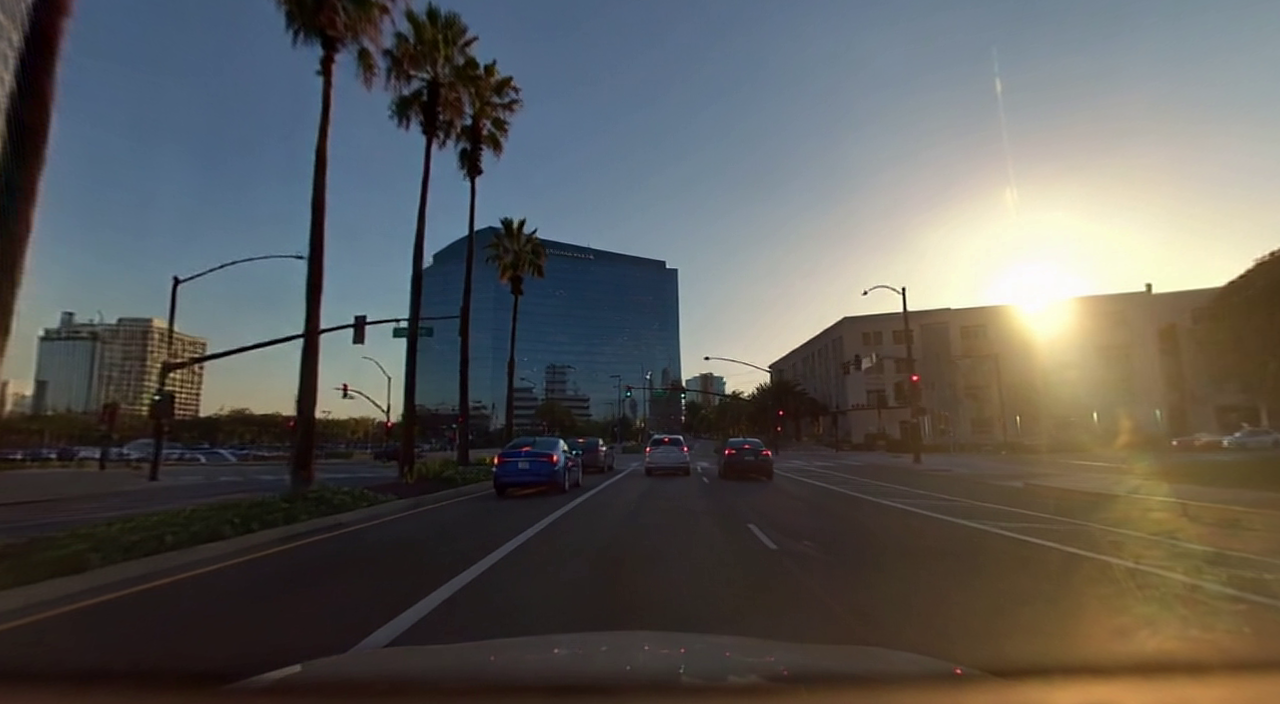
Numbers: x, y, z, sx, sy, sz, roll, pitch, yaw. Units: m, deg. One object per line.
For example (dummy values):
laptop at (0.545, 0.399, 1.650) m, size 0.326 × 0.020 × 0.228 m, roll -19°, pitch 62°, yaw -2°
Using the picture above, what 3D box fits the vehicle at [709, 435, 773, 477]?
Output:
vehicle at (4.016, 4.219, 25.806) m, size 1.936 × 1.567 × 3.896 m, roll 0°, pitch -9°, yaw 0°

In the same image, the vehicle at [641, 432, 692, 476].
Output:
vehicle at (1.146, 4.408, 27.515) m, size 2.060 × 1.730 × 4.257 m, roll -1°, pitch -9°, yaw 2°

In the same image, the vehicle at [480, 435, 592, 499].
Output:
vehicle at (-2.631, 3.061, 17.204) m, size 1.962 × 1.480 × 4.605 m, roll -1°, pitch -9°, yaw 4°
